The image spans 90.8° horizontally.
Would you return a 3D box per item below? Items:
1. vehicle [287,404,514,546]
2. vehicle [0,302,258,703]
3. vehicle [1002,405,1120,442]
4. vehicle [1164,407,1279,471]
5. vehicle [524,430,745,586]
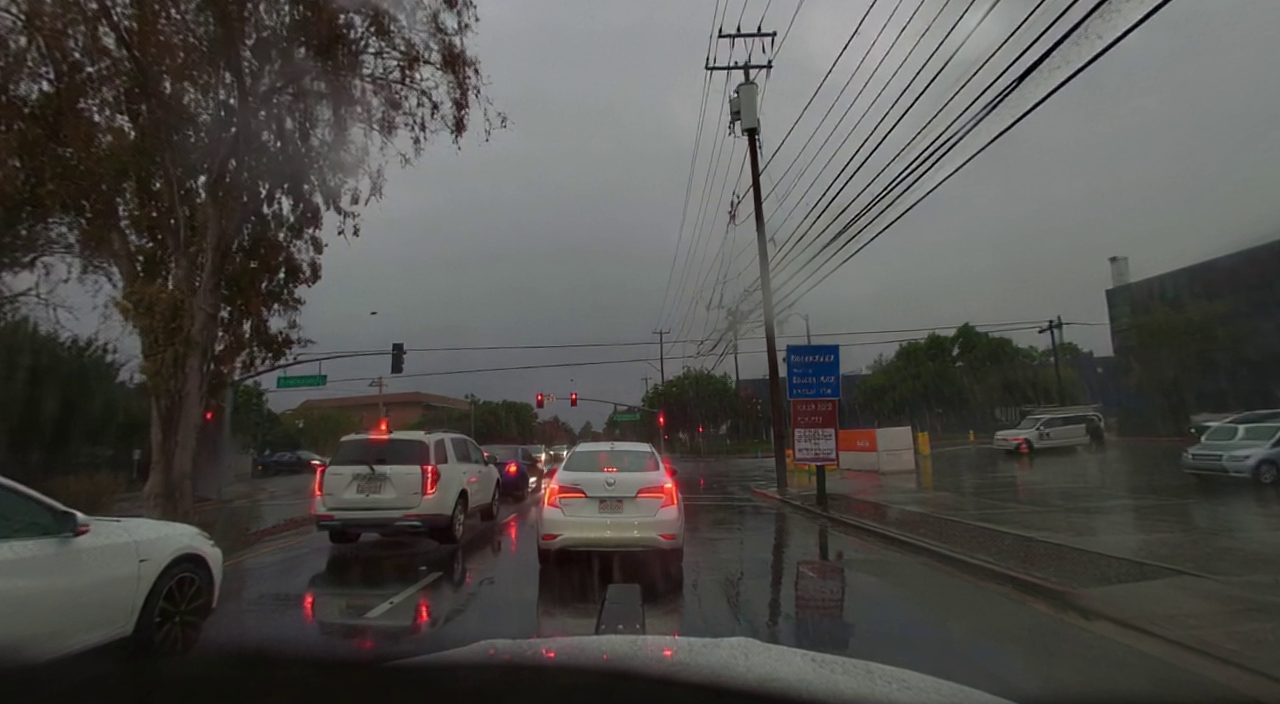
[{"bbox_3d":[-3.850,2.088,11.374,2.147,1.963,4.927,0,-8,0],"label":"vehicle"},{"bbox_3d":[-3.602,0.637,1.533,2.085,1.943,5.053,0,-8,1],"label":"vehicle"},{"bbox_3d":[26.860,4.637,40.497,5.782,2.286,2.223,-1,-9,4],"label":"vehicle"},{"bbox_3d":[17.007,2.538,18.262,1.858,1.622,4.491,-5,-10,28],"label":"vehicle"},{"bbox_3d":[-0.106,1.802,8.147,2.121,1.474,3.968,0,-8,-2],"label":"vehicle"}]
